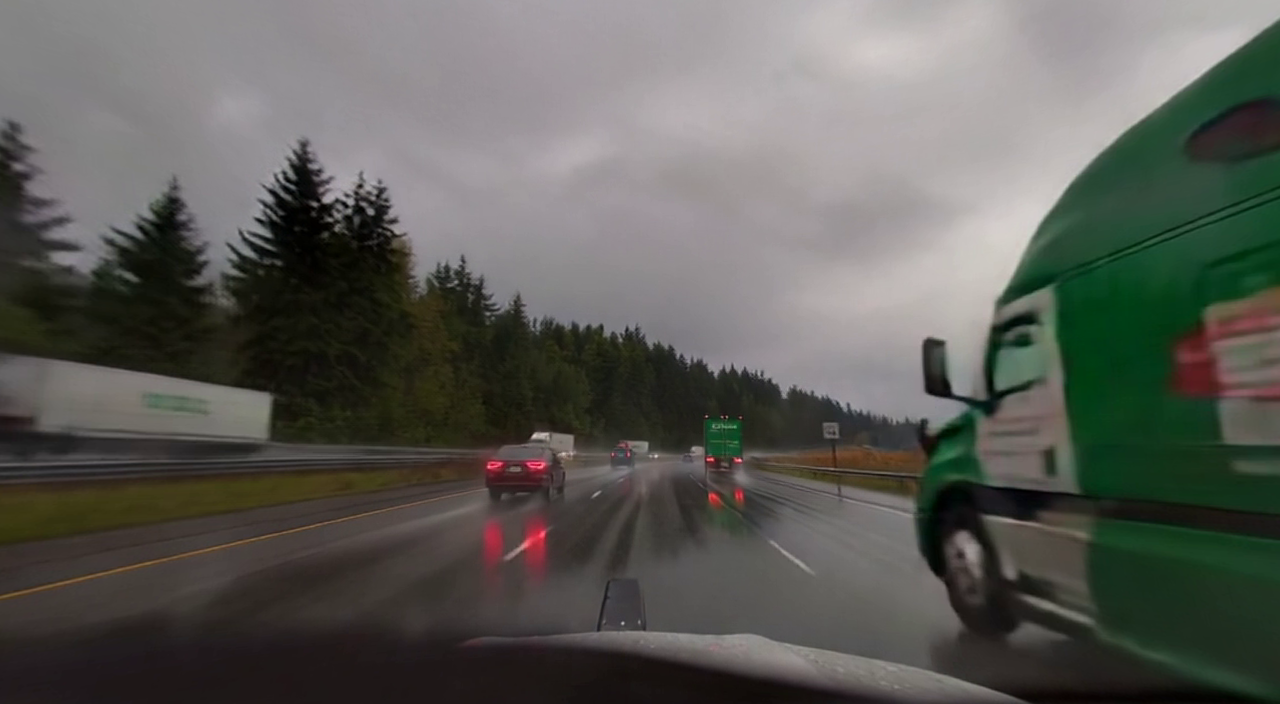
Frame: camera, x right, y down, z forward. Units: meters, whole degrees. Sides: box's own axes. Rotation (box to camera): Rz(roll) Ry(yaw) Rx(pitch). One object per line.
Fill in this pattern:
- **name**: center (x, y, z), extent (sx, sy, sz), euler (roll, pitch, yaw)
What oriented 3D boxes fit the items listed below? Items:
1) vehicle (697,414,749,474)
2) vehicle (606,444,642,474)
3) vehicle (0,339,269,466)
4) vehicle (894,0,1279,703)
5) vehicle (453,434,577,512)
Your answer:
- **vehicle**: center (6.263, 7.348, 49.734), extent (3.057, 3.993, 13.914), euler (-1, -9, 4)
- **vehicle**: center (-1.111, 7.967, 47.052), extent (2.201, 2.038, 5.065), euler (-1, -9, 4)
- **vehicle**: center (-21.356, 2.502, 25.536), extent (3.039, 3.973, 14.729), euler (-1, -9, 3)
- **vehicle**: center (4.041, 0.080, 3.208), extent (2.949, 3.572, 5.765), euler (0, -9, 0)
- **vehicle**: center (-3.038, 3.079, 16.447), extent (2.205, 1.728, 4.397), euler (0, -9, 2)
